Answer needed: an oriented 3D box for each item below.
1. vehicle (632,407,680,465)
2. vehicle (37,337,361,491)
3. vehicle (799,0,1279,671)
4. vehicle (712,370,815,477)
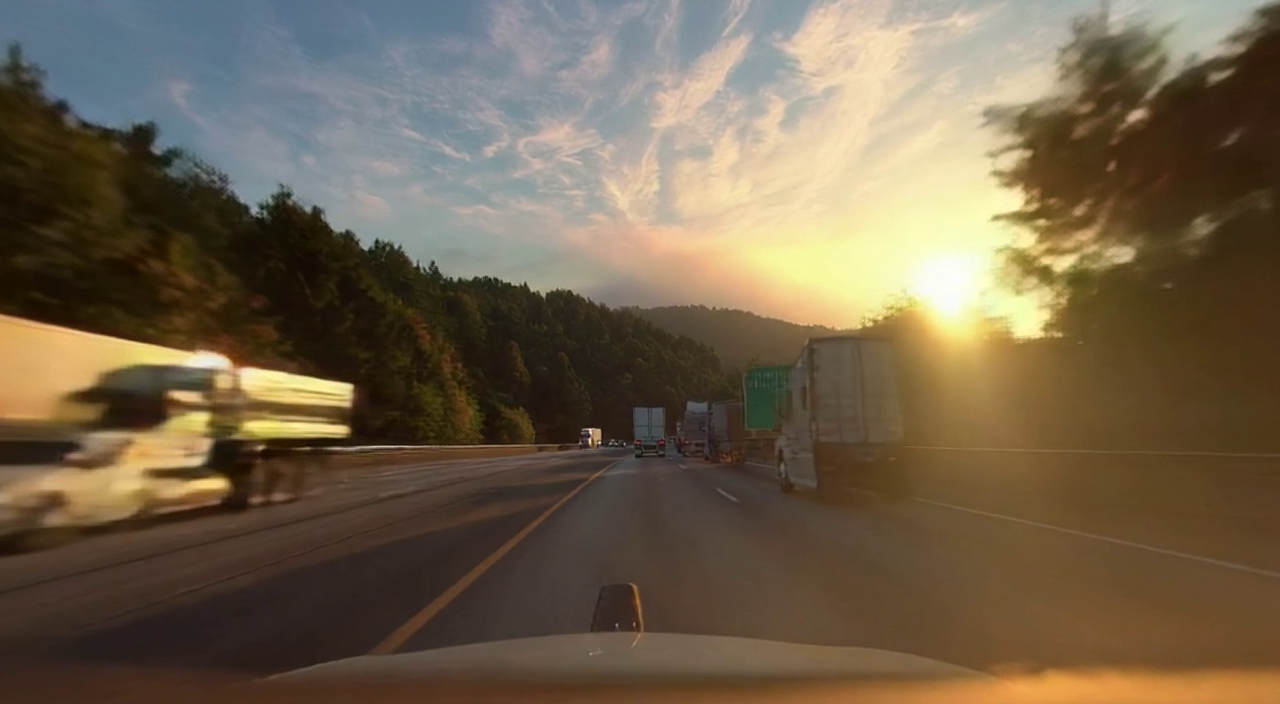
[{"bbox_3d":[0.980,5.256,39.167,2.644,3.247,7.454,-1,-8,1],"label":"vehicle"},{"bbox_3d":[-8.780,1.469,13.722,2.515,2.577,6.183,-1,-8,0],"label":"vehicle"},{"bbox_3d":[5.056,0.351,7.511,2.749,4.051,12.981,0,-8,-1],"label":"vehicle"},{"bbox_3d":[5.045,3.247,27.619,2.843,3.940,8.349,-1,-8,0],"label":"vehicle"}]
